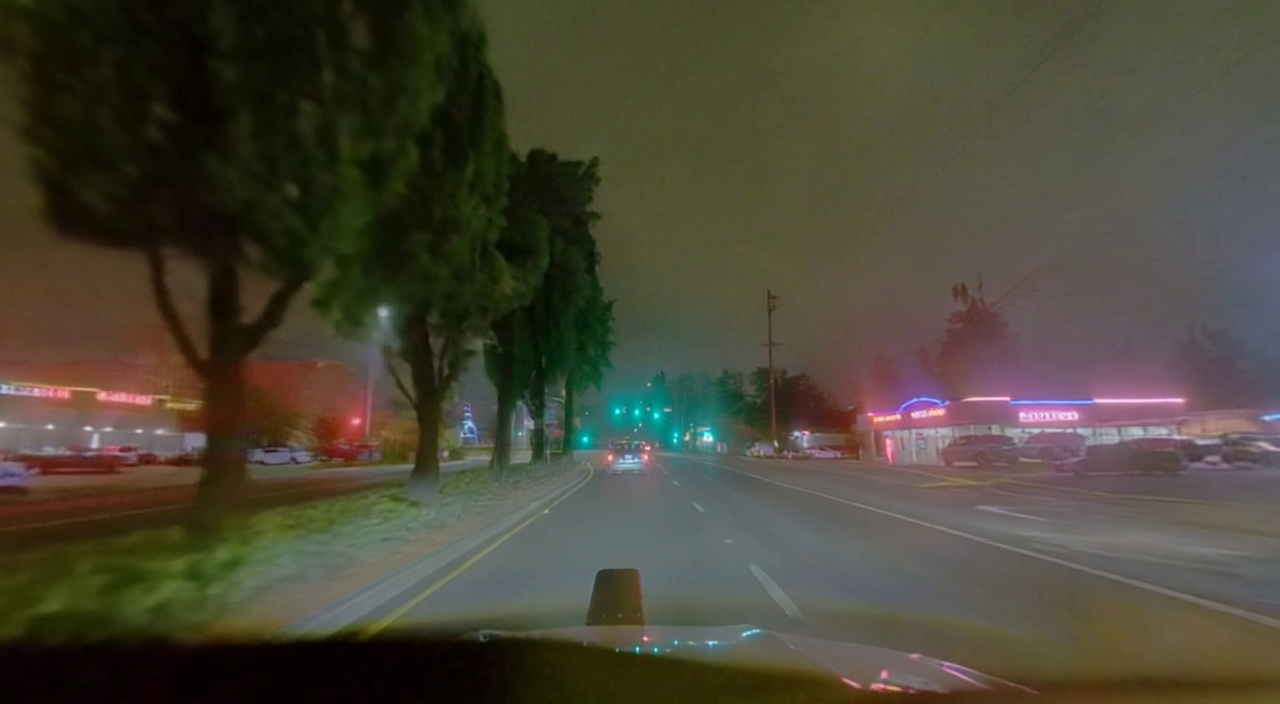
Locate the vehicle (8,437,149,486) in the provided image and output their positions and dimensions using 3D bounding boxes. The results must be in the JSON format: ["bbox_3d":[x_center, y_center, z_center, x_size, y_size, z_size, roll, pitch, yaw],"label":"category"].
[{"bbox_3d":[-24.711,4.811,28.123,2.003,1.958,4.810,0,-8,-4],"label":"vehicle"}]

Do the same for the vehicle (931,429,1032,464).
[{"bbox_3d":[18.729,5.234,35.061,2.253,1.771,5.722,0,-8,-2],"label":"vehicle"}]

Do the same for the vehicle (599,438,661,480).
[{"bbox_3d":[-0.398,4.070,24.325,2.185,1.473,3.925,0,-8,-2],"label":"vehicle"}]

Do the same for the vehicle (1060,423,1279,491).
[{"bbox_3d":[15.939,3.193,19.476,2.377,1.783,5.145,0,-8,0],"label":"vehicle"}]

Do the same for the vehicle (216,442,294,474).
[{"bbox_3d":[-24.301,6.683,40.104,1.985,1.821,4.774,0,-8,0],"label":"vehicle"}]

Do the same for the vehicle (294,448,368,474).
[{"bbox_3d":[-19.423,6.829,39.969,2.083,1.481,5.103,0,-8,0],"label":"vehicle"}]

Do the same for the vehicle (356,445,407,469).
[{"bbox_3d":[-19.294,7.787,47.288,1.896,1.620,4.542,-2,-8,0],"label":"vehicle"}]

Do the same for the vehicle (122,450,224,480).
[{"bbox_3d":[-24.771,5.972,33.752,1.893,1.451,4.809,0,-8,-2],"label":"vehicle"}]
